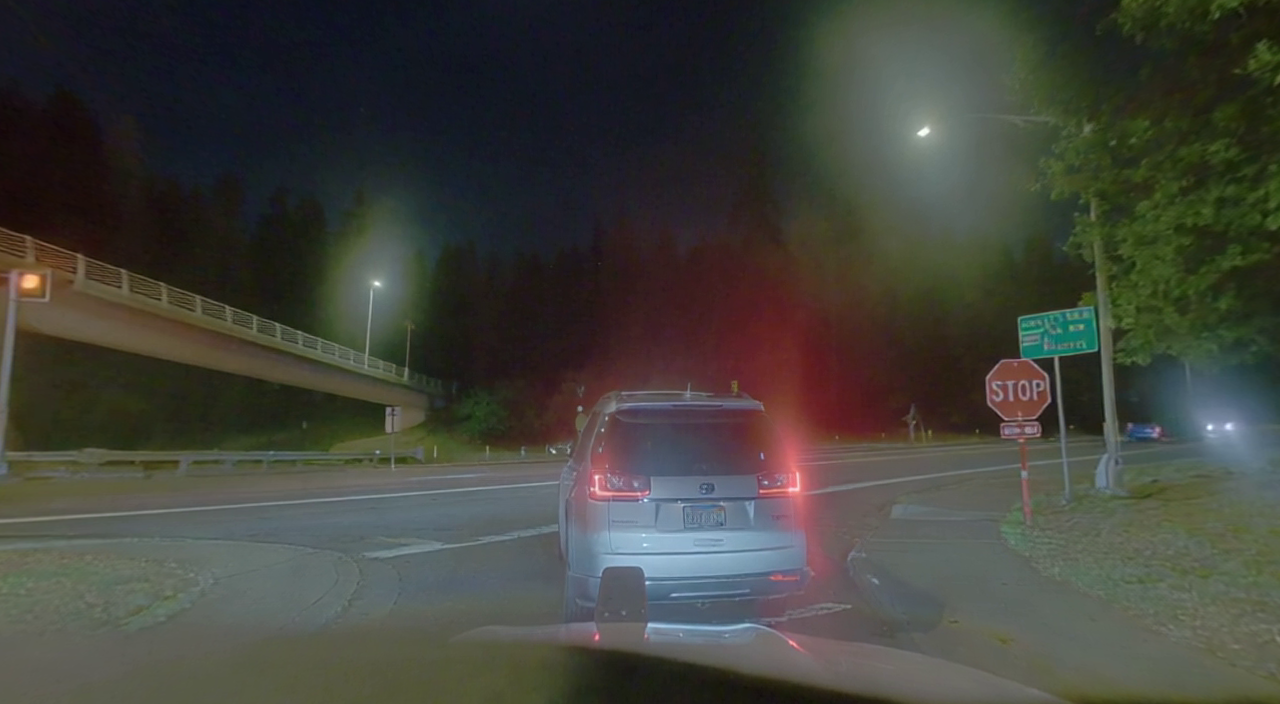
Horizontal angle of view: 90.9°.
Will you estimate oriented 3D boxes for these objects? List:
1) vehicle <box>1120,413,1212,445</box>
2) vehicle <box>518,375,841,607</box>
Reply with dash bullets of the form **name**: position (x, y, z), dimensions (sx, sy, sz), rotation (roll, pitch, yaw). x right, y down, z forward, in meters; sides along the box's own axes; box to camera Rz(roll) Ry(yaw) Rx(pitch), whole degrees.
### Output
- **vehicle**: position (29.637, 4.373, 35.507), dimensions (5.060, 1.648, 2.038), rotation (4, -10, -27)
- **vehicle**: position (0.311, 1.403, 7.151), dimensions (2.494, 1.804, 4.336), rotation (0, -9, 0)
